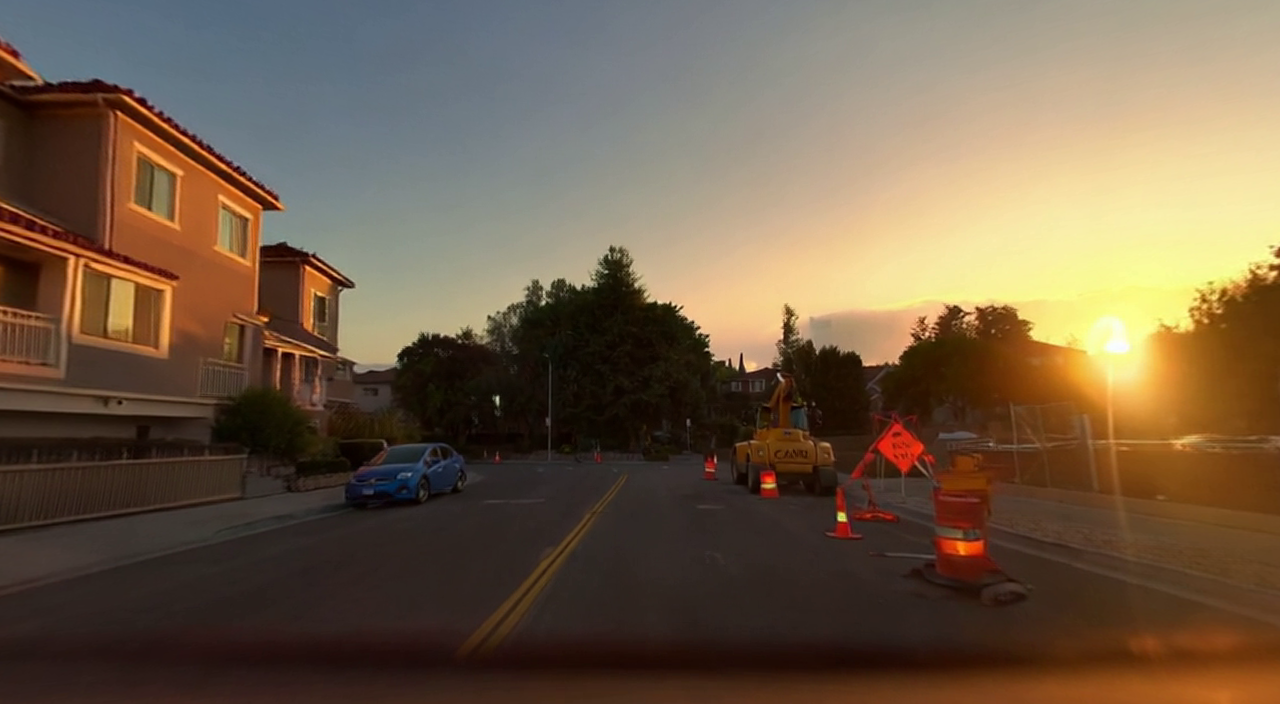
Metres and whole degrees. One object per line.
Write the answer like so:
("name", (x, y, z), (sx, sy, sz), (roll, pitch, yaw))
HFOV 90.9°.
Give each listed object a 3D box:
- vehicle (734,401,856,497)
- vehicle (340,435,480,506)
("vehicle", (4.567, 2.944, 19.237), (2.501, 2.613, 3.505), (1, -9, -5))
("vehicle", (-6.473, 3.338, 18.469), (2.220, 1.765, 4.799), (-1, -8, 1))
